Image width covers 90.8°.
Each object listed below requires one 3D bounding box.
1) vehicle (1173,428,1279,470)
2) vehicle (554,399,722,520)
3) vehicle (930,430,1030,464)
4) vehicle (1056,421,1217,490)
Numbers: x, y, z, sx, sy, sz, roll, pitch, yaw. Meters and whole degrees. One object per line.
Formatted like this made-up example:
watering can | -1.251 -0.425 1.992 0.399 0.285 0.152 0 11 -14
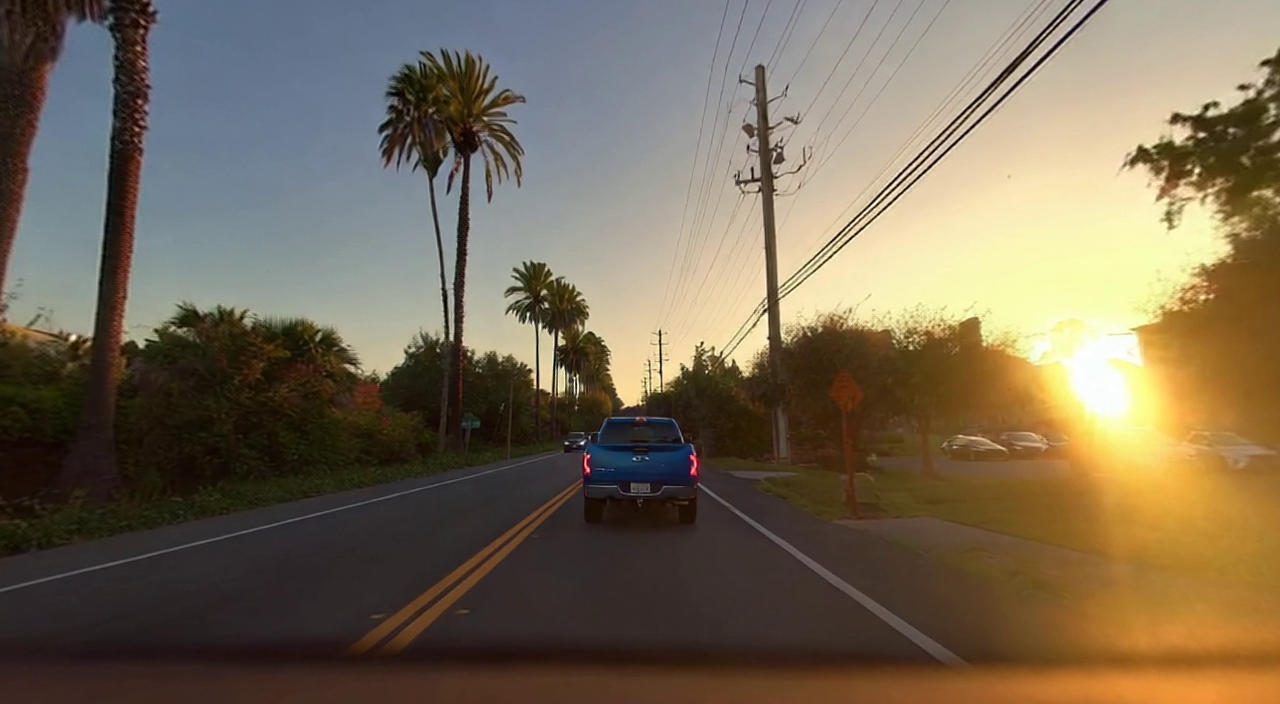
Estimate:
vehicle | 24.470 3.904 25.444 4.314 1.553 1.948 0 -11 -7
vehicle | -0.040 2.278 13.785 2.848 2.047 5.885 0 -8 0
vehicle | 20.380 5.756 38.337 2.277 1.836 6.267 0 -9 -4
vehicle | 16.061 3.379 20.976 2.338 1.917 6.076 -3 -9 20
